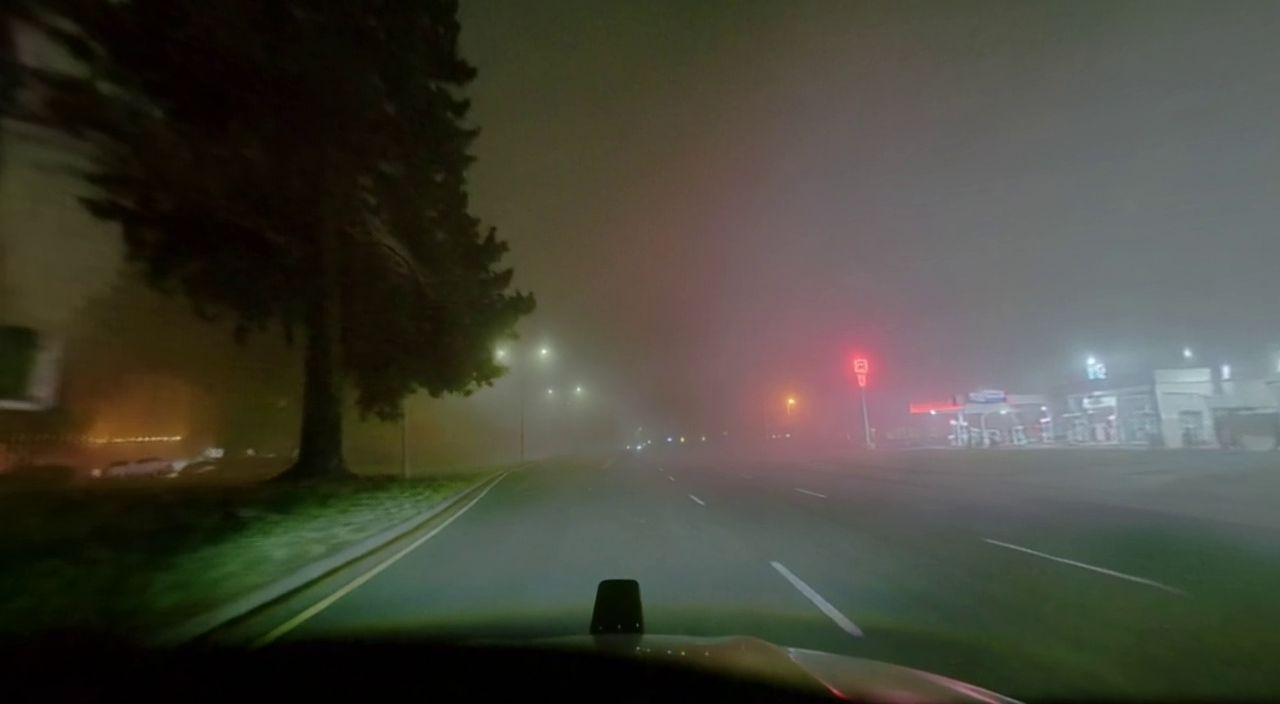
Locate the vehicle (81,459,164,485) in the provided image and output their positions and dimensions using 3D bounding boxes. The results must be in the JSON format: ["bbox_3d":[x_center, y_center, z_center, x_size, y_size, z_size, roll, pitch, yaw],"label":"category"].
[{"bbox_3d":[-37.290,8.650,45.583,4.316,1.603,1.815,-2,-9,-2],"label":"vehicle"}]
